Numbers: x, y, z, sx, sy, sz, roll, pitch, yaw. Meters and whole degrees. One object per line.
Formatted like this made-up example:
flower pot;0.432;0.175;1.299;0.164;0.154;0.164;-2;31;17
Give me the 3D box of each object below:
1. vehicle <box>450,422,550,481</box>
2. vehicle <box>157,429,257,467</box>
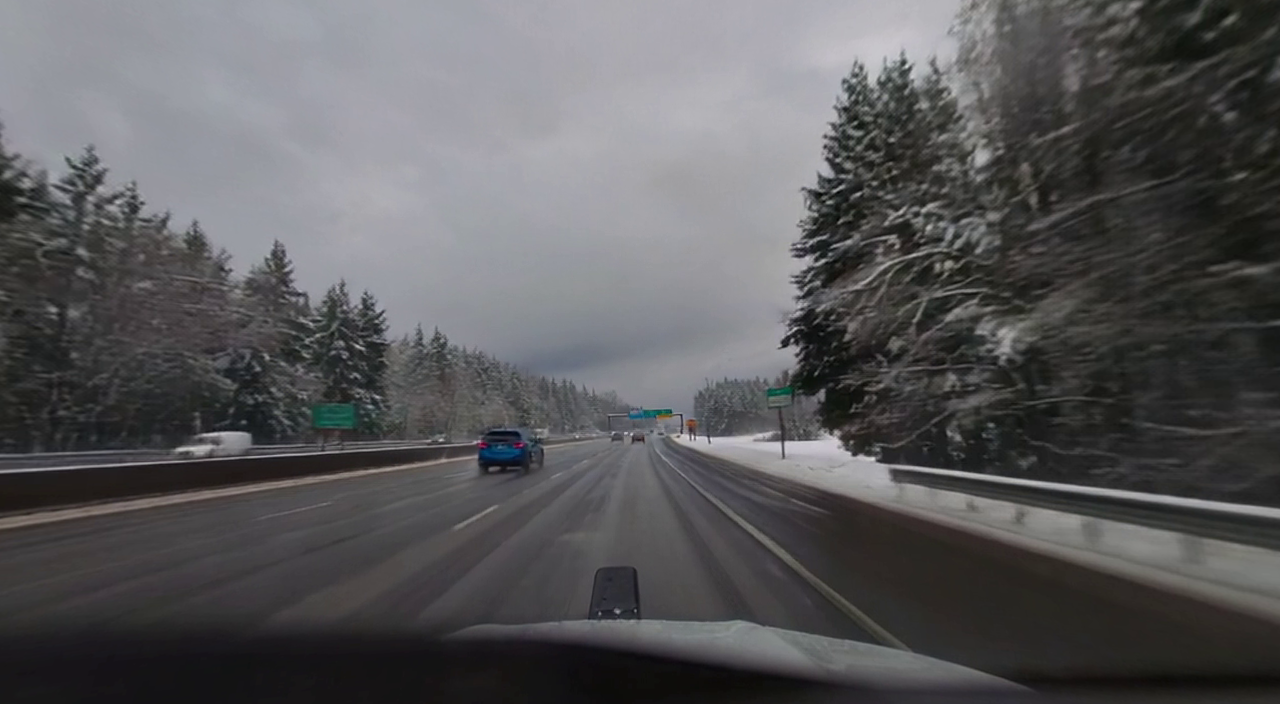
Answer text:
vehicle;-4.222;3.061;19.779;2.052;1.626;4.514;0;-8;0
vehicle;-24.077;5.349;35.308;2.063;1.952;4.896;0;-8;1
